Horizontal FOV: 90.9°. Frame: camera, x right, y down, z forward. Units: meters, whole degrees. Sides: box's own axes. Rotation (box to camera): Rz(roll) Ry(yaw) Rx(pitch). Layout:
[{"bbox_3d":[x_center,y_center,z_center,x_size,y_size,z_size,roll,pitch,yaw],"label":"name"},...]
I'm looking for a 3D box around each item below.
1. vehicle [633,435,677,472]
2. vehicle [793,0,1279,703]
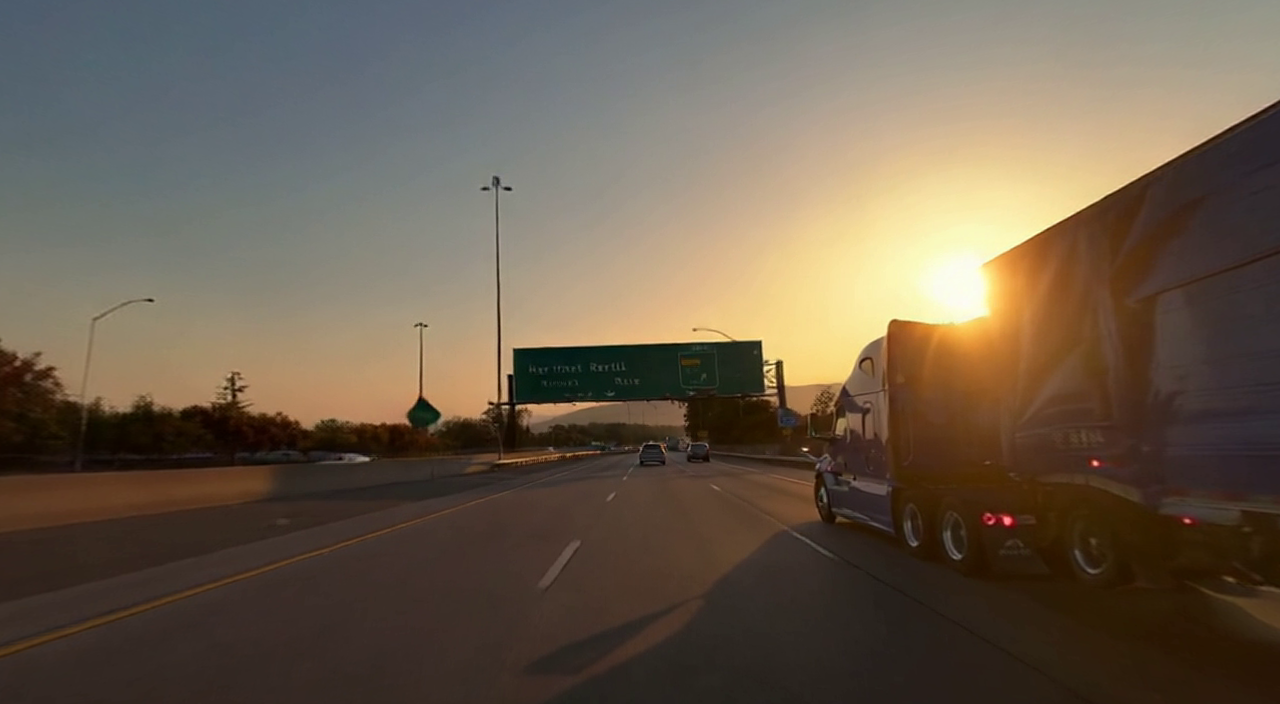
[{"bbox_3d":[0.752,5.462,34.127,2.205,1.860,4.301,0,-9,0],"label":"vehicle"},{"bbox_3d":[4.411,0.425,7.590,3.030,3.985,8.655,-1,-9,1],"label":"vehicle"}]
